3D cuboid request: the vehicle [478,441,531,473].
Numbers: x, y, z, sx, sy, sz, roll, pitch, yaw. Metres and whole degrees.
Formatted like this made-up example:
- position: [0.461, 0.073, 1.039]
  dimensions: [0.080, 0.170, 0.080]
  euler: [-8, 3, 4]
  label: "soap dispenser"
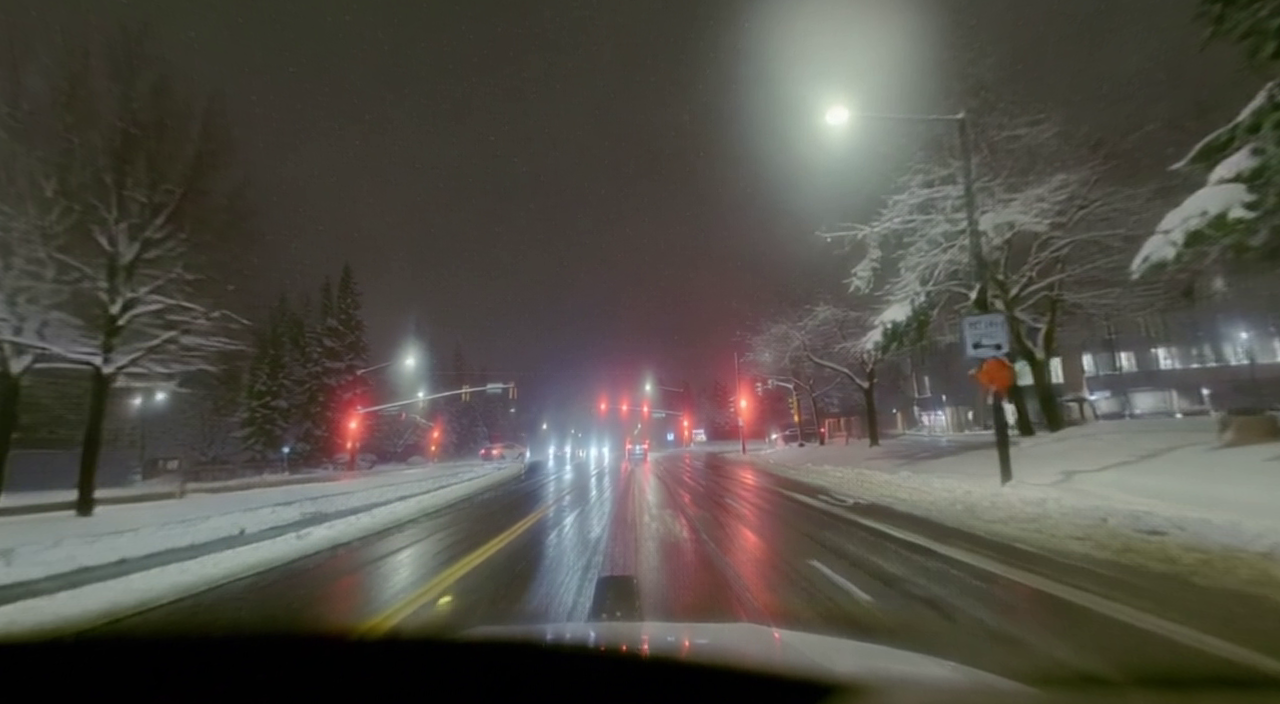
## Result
- position: [-6.982, 5.429, 32.935]
  dimensions: [1.869, 1.570, 4.064]
  euler: [0, -8, -1]
  label: "vehicle"
